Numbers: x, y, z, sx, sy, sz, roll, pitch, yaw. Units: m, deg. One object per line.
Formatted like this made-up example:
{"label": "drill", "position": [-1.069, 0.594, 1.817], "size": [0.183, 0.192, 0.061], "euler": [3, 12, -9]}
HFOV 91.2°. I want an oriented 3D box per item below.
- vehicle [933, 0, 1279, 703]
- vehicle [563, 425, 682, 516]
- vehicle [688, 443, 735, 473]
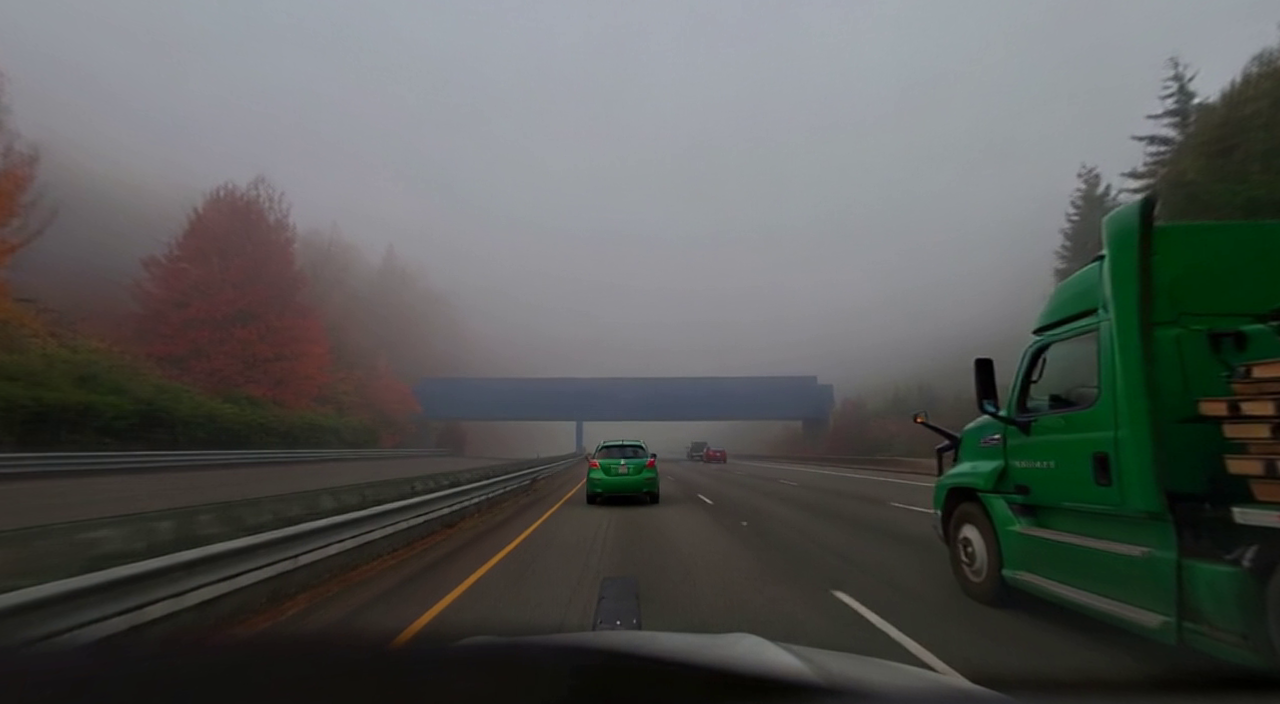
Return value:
{"label": "vehicle", "position": [4.235, -0.410, 1.087], "size": [2.992, 3.920, 8.831], "euler": [0, -9, -1]}
{"label": "vehicle", "position": [-0.342, 2.575, 14.034], "size": [2.259, 1.699, 4.015], "euler": [0, -9, 0]}
{"label": "vehicle", "position": [3.706, 5.541, 32.980], "size": [1.894, 1.487, 3.751], "euler": [0, -9, -2]}
